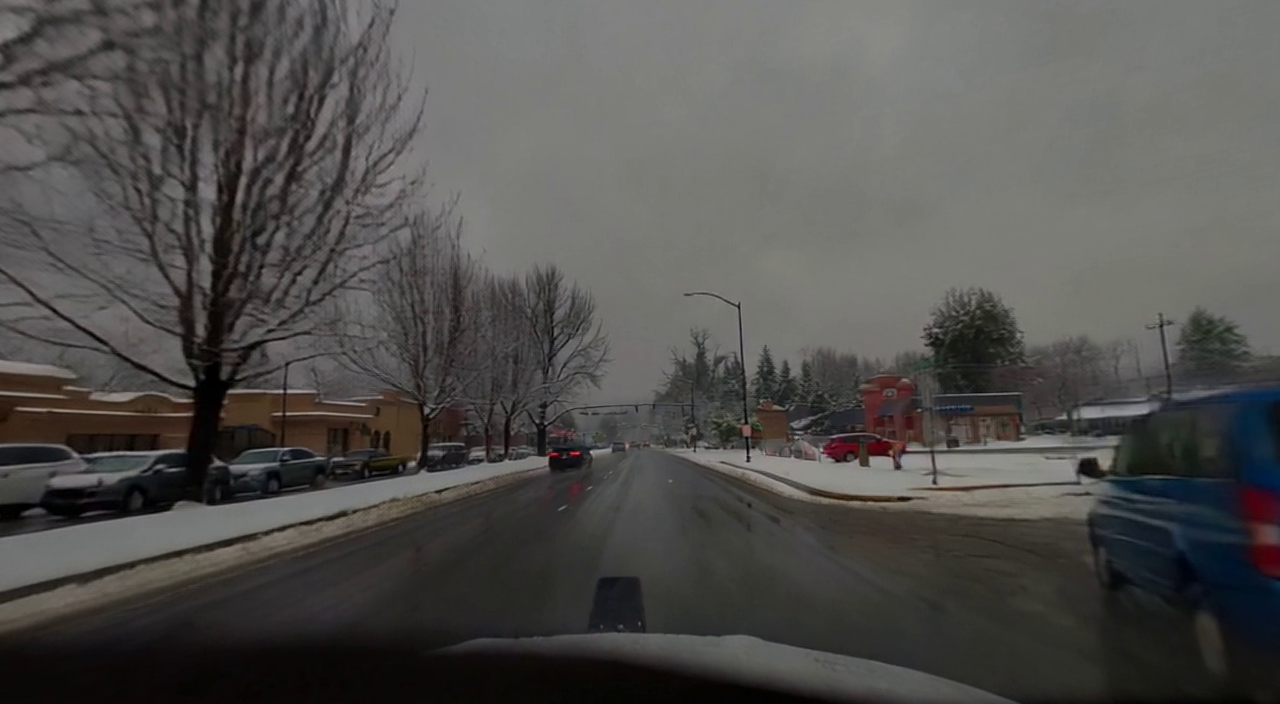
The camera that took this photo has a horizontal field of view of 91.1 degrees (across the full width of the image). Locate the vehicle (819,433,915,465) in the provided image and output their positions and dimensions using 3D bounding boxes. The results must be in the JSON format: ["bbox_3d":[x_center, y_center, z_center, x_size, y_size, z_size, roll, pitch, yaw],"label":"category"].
[{"bbox_3d":[11.108,4.765,30.959,3.935,1.518,1.985,0,-8,-2],"label":"vehicle"}]

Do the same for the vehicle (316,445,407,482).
[{"bbox_3d":[-12.045,4.812,27.537,1.948,1.453,4.431,0,-8,0],"label":"vehicle"}]

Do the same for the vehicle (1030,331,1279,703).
[{"bbox_3d":[4.302,1.036,4.172,2.293,1.779,4.457,-4,-9,25],"label":"vehicle"}]

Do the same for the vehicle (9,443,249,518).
[{"bbox_3d":[-11.717,2.929,14.915,1.959,1.488,4.390,0,-8,1],"label":"vehicle"}]

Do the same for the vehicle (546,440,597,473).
[{"bbox_3d":[-3.293,5.091,30.891,1.966,1.481,4.385,0,-8,1],"label":"vehicle"}]

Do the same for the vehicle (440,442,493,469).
[{"bbox_3d":[-11.717,7.009,42.757,2.024,1.656,4.837,-1,-8,2],"label":"vehicle"}]

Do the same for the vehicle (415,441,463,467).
[{"bbox_3d":[-14.968,7.600,47.122,1.936,1.813,4.921,-1,-8,0],"label":"vehicle"}]

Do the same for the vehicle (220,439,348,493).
[{"bbox_3d":[-11.866,3.812,21.319,1.852,1.621,4.166,0,-8,1],"label":"vehicle"}]
